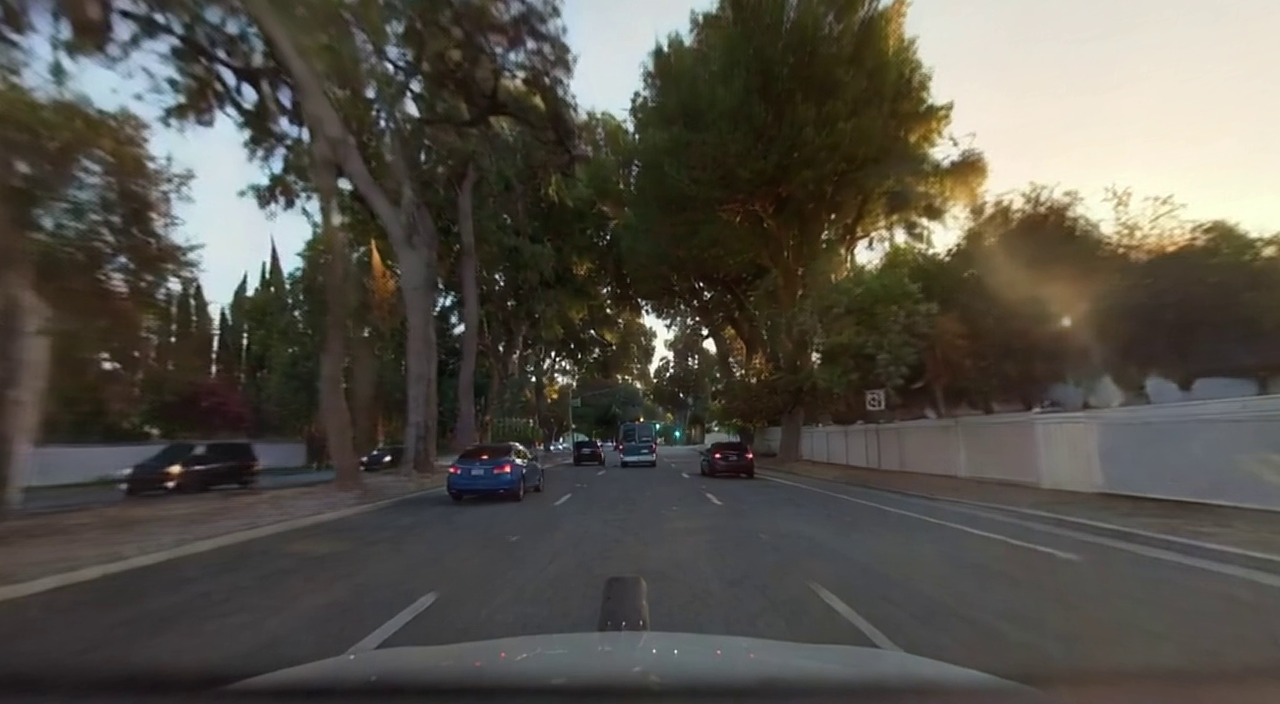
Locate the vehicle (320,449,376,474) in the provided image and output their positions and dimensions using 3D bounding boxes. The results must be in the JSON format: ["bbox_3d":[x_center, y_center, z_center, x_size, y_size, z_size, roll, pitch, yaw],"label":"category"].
[{"bbox_3d":[-21.299,7.976,45.958,1.944,1.695,4.412,0,-8,0],"label":"vehicle"}]

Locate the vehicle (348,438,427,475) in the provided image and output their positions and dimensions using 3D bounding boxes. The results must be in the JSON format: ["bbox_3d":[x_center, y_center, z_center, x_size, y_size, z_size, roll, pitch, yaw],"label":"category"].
[{"bbox_3d":[-13.906,5.792,34.980,2.105,1.877,5.373,0,-8,1],"label":"vehicle"}]

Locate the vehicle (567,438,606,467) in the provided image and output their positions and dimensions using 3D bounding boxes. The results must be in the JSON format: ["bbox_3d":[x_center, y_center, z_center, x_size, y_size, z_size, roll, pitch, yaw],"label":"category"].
[{"bbox_3d":[-3.310,6.257,39.368,2.021,1.715,4.329,0,-8,1],"label":"vehicle"}]

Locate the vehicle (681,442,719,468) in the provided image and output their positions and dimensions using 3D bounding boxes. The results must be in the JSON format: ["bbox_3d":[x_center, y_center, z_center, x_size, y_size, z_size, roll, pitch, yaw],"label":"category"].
[{"bbox_3d":[3.812,6.596,40.441,1.905,1.520,4.340,1,-8,-1],"label":"vehicle"}]

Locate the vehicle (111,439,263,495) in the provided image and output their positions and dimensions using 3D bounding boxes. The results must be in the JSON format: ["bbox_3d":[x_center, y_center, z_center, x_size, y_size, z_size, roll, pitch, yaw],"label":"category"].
[{"bbox_3d":[-17.468,4.421,24.634,2.129,1.952,5.079,0,-8,0],"label":"vehicle"}]

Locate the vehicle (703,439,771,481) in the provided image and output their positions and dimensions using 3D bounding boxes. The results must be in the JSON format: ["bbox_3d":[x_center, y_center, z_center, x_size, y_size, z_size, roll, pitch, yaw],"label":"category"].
[{"bbox_3d":[3.638,4.136,24.366,1.945,1.469,4.258,0,-8,0],"label":"vehicle"}]

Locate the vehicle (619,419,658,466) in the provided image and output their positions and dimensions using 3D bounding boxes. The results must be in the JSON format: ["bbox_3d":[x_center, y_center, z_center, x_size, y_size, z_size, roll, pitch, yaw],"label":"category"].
[{"bbox_3d":[-0.044,5.783,40.147,2.311,2.726,5.814,0,-8,1],"label":"vehicle"}]

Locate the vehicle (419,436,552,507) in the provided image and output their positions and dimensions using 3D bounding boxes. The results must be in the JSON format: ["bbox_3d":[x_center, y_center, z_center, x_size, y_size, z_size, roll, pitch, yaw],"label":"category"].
[{"bbox_3d":[-3.586,2.860,15.627,2.036,1.474,4.647,0,-8,1],"label":"vehicle"}]
